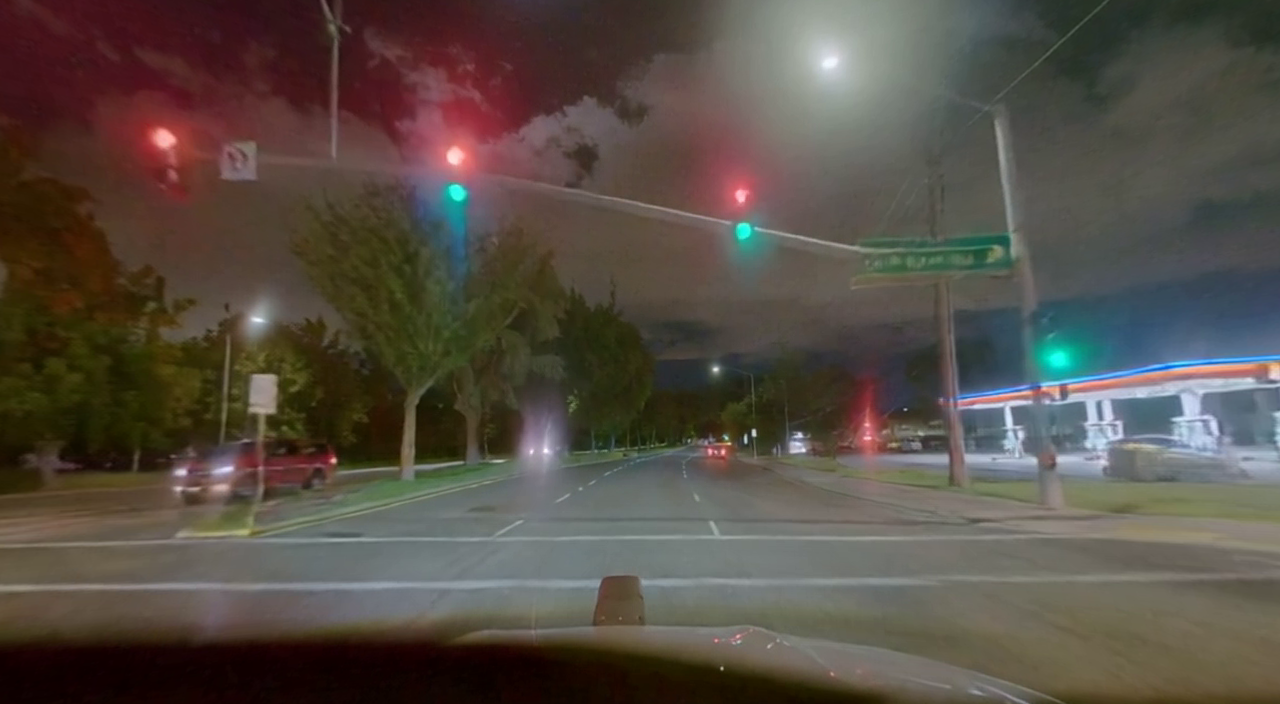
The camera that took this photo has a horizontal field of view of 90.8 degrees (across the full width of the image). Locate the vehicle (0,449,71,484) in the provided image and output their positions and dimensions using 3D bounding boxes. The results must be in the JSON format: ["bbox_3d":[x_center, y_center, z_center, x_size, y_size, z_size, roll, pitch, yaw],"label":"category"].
[{"bbox_3d":[-32.238,5.776,32.031,4.820,1.694,2.101,-1,-9,4],"label":"vehicle"}]

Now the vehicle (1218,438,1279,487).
[{"bbox_3d":[20.177,3.570,20.151,4.553,1.371,2.019,11,-17,-42],"label":"vehicle"}]

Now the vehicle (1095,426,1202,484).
[{"bbox_3d":[17.801,3.568,22.028,4.601,1.766,2.015,7,-14,-42],"label":"vehicle"}]

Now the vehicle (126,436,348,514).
[{"bbox_3d":[-9.033,2.793,14.791,2.023,1.498,4.605,-1,-9,2],"label":"vehicle"}]
